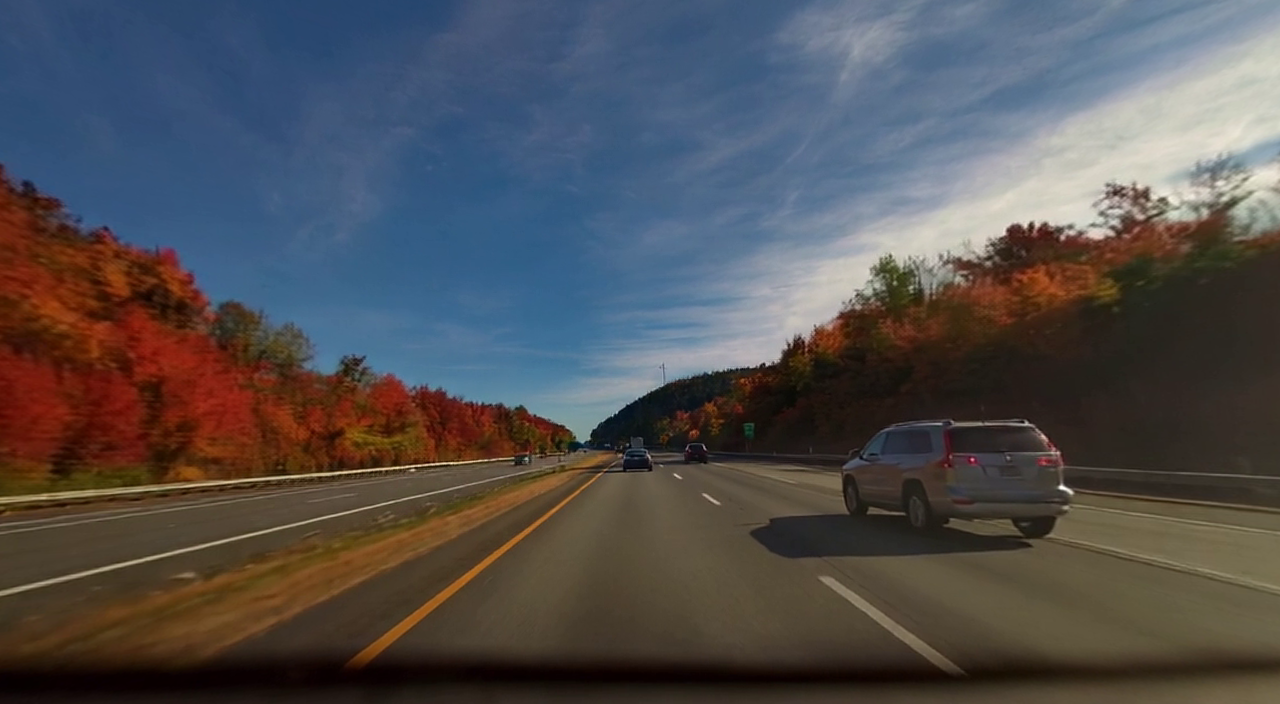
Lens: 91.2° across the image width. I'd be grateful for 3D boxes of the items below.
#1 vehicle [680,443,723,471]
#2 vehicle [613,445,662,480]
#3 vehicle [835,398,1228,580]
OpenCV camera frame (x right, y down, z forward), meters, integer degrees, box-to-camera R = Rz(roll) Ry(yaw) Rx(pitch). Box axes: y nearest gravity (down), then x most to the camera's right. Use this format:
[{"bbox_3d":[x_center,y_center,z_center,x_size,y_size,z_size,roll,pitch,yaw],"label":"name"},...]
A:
[{"bbox_3d":[3.528,6.081,36.532,1.959,1.528,4.207,0,-9,-1],"label":"vehicle"},{"bbox_3d":[-0.150,4.837,27.682,2.037,1.418,3.793,0,-9,-1],"label":"vehicle"},{"bbox_3d":[4.453,1.648,8.262,2.250,1.718,4.358,0,-9,-1],"label":"vehicle"}]
